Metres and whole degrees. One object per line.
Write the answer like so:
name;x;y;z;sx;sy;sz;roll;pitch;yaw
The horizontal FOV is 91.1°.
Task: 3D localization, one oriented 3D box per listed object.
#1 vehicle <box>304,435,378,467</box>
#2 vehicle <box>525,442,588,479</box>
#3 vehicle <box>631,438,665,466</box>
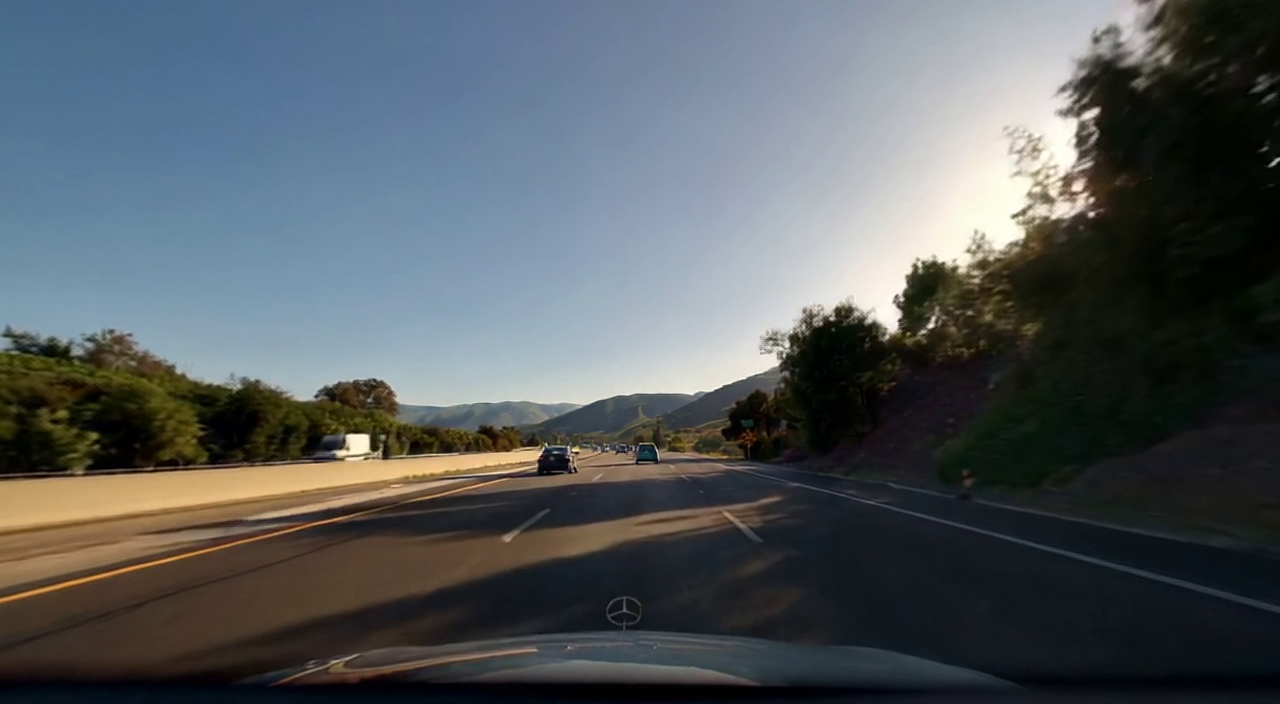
vehicle;-21.539;7.151;45.546;2.360;2.168;5.853;0;-8;1
vehicle;-3.578;4.707;27.588;2.082;1.485;4.237;0;-8;2
vehicle;0.489;6.896;43.405;2.272;1.836;4.866;0;-8;-1
